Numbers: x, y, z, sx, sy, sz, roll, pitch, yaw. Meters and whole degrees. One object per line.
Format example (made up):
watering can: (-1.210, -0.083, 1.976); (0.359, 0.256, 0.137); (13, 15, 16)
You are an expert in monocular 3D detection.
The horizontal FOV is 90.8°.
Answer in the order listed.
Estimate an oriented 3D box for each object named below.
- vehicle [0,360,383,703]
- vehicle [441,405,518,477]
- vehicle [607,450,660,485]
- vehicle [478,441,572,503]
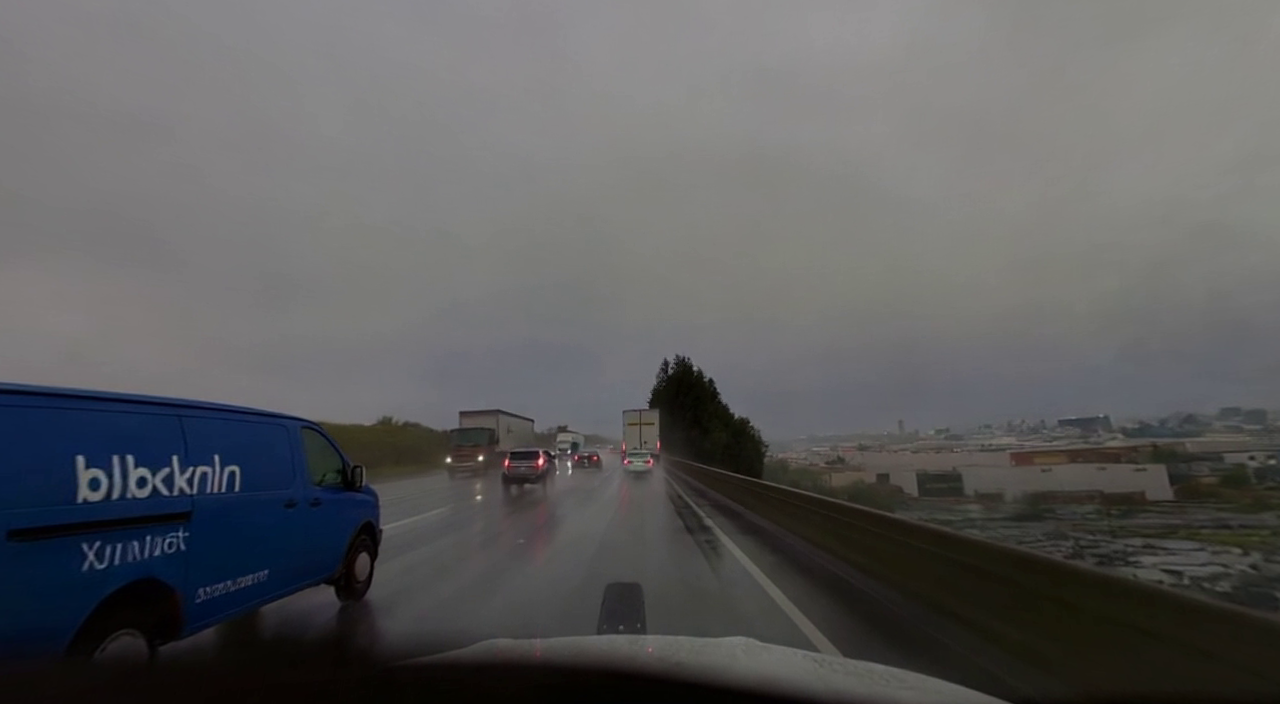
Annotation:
vehicle: (-3.329, 1.046, 3.257); (2.117, 1.688, 4.582); (0, -9, -1)
vehicle: (-10.000, 5.673, 40.099); (3.178, 4.169, 6.323); (0, -9, 0)
vehicle: (-0.300, 4.906, 27.100); (2.095, 1.393, 3.908); (0, -9, -1)
vehicle: (-3.231, 3.459, 18.631); (1.937, 1.600, 4.141); (0, -9, 1)
